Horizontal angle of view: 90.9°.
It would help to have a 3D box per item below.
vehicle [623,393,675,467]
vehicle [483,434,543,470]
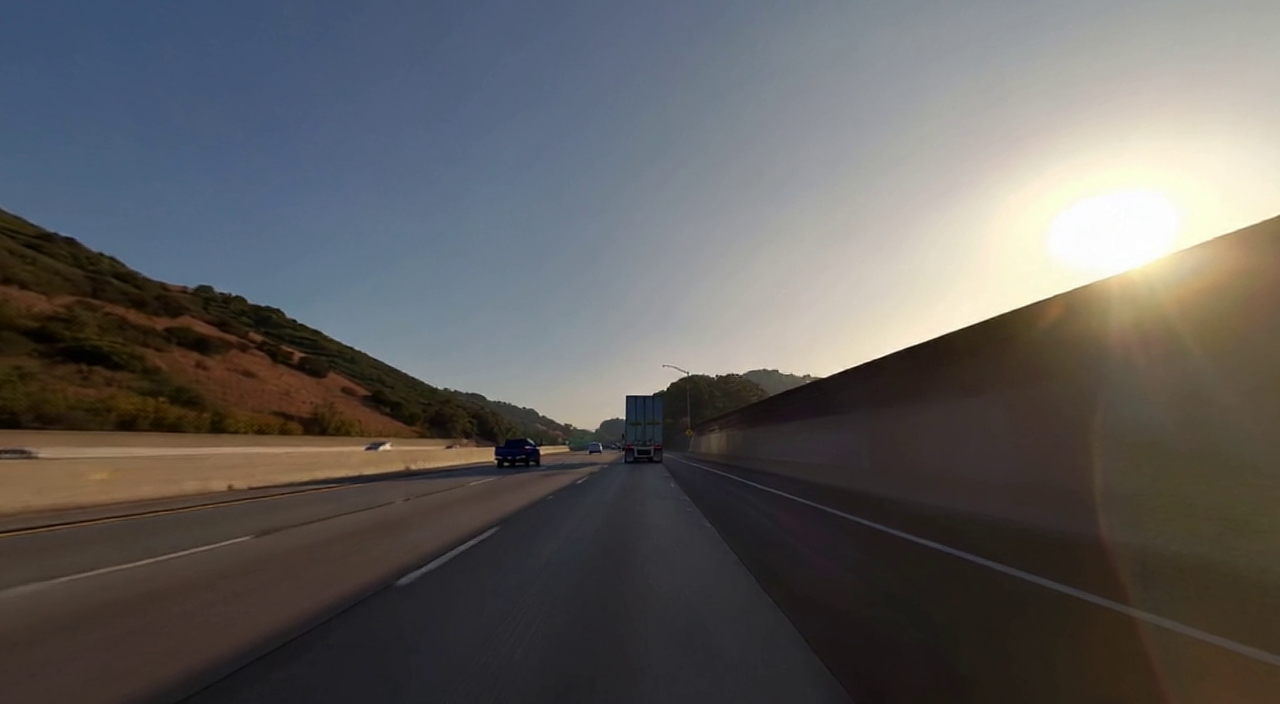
[{"bbox_3d":[0.578,5.610,44.159,2.951,4.229,15.519,0,-8,0],"label":"vehicle"},{"bbox_3d":[-6.994,5.566,35.434,2.113,1.837,5.339,0,-8,1],"label":"vehicle"}]
